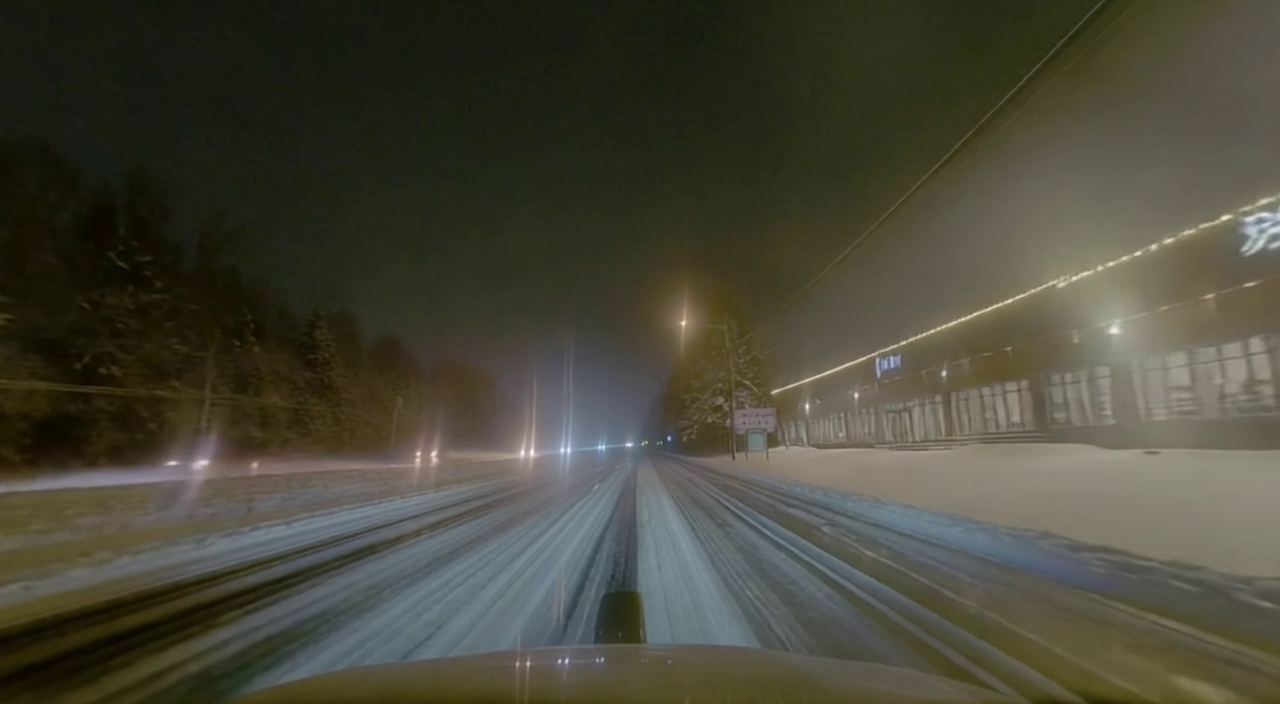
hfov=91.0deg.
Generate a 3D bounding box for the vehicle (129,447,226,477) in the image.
[{"bbox_3d":[-24.485,5.825,33.563,1.826,1.506,4.293,0,-9,1],"label":"vehicle"}]
